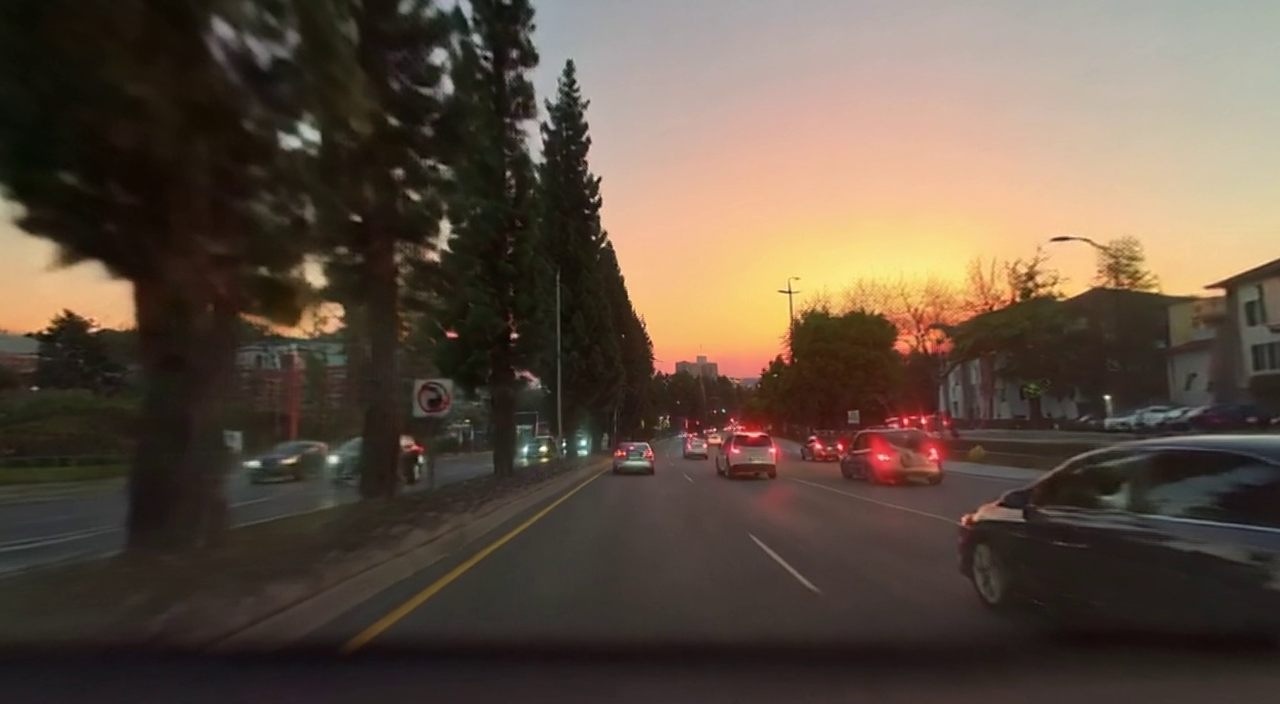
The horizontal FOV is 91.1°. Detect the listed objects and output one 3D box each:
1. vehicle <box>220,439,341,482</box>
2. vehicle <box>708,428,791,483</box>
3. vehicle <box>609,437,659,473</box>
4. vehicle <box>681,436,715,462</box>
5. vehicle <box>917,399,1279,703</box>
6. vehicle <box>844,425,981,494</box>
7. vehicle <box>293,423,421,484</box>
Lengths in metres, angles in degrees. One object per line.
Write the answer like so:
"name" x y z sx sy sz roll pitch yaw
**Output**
"vehicle" -15.160 4.599 26.919 2.054 1.669 5.220 0 -9 0
"vehicle" 3.716 3.620 22.067 2.130 1.718 4.310 0 -9 0
"vehicle" -0.234 4.731 28.879 2.111 1.506 4.018 0 -9 0
"vehicle" 4.021 6.860 44.276 1.982 1.709 4.427 0 -9 -1
"vehicle" 3.423 1.057 3.172 2.010 1.490 4.639 0 -9 1
"vehicle" 7.642 3.068 18.174 2.008 1.714 4.407 0 -9 0
"vehicle" -8.166 2.981 18.549 1.939 1.574 3.820 0 -9 0
